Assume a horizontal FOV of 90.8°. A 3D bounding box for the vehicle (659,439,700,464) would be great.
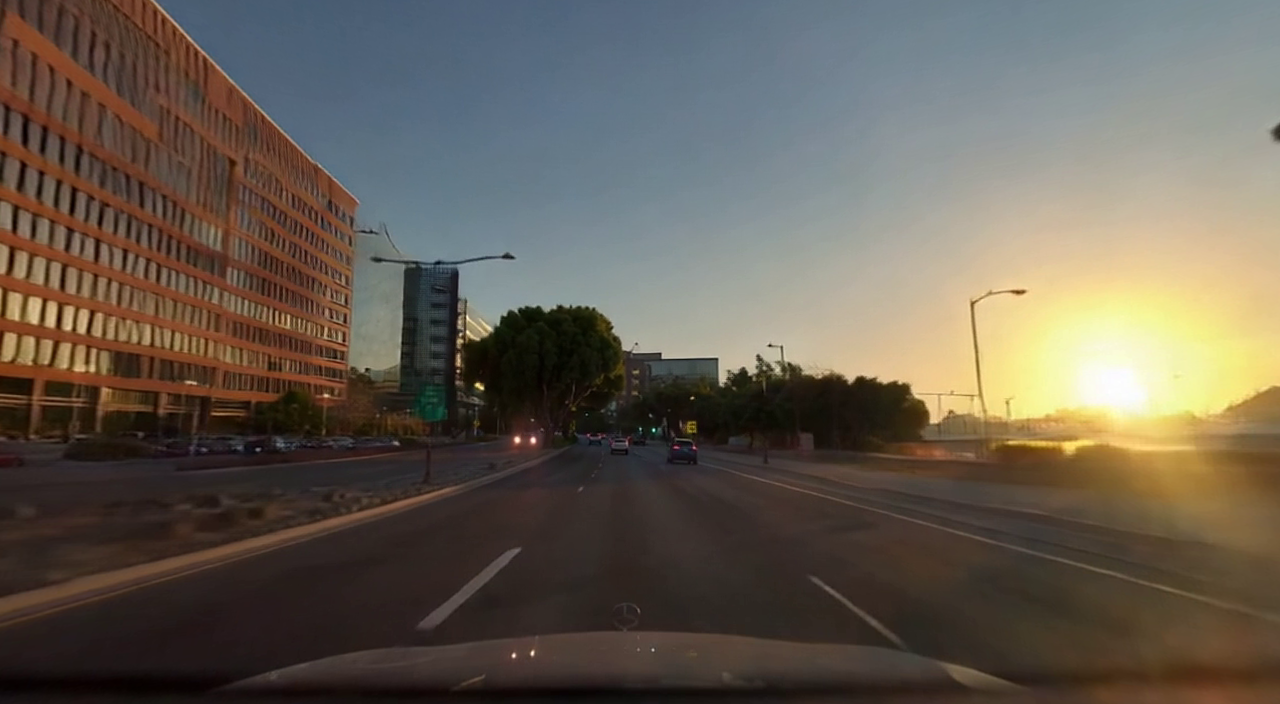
[{"bbox_3d":[2.417,6.233,39.649,2.090,1.506,4.382,0,-9,-3],"label":"vehicle"}]
